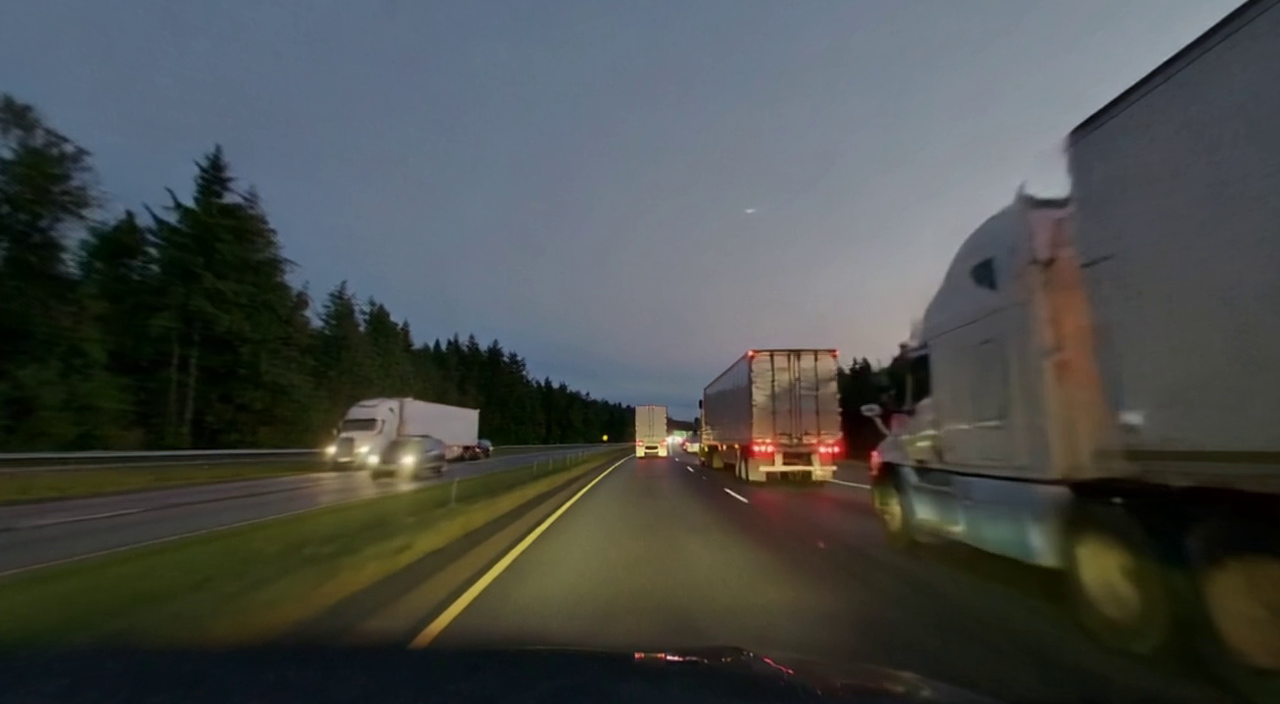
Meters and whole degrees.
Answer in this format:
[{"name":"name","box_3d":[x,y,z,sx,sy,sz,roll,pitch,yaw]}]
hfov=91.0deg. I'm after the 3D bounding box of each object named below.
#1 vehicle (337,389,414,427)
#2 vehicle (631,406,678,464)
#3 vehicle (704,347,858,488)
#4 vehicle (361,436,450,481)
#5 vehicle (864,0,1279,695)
[{"name":"vehicle","box_3d":[-13.062,2.854,31.370,1.938,1.642,4.195,0,-8,1]},{"name":"vehicle","box_3d":[0.831,5.232,39.400,2.644,3.247,7.454,0,-8,0]},{"name":"vehicle","box_3d":[4.826,2.885,25.527,2.851,4.077,14.289,0,-8,0]},{"name":"vehicle","box_3d":[-8.334,3.802,22.729,1.857,1.465,3.651,0,-8,-1]},{"name":"vehicle","box_3d":[4.857,-0.104,3.960,2.948,3.968,10.119,0,-8,-1]}]
